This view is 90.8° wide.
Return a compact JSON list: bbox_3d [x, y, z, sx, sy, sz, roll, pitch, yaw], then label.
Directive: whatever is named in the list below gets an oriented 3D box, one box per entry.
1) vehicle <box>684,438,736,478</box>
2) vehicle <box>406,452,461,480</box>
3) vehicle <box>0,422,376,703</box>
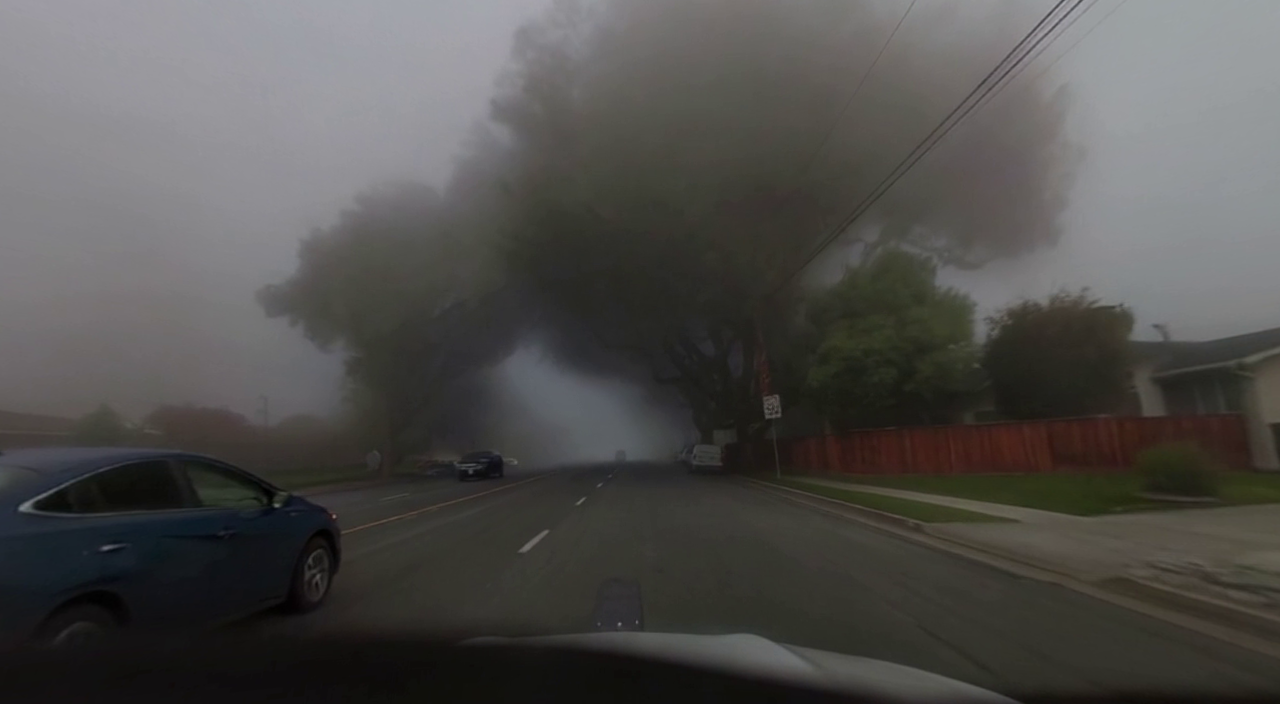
[{"bbox_3d":[3.575,5.511,33.155,2.130,1.873,4.886,0,-8,0],"label":"vehicle"},{"bbox_3d":[-13.843,7.634,42.657,2.042,1.670,4.702,-1,-8,1],"label":"vehicle"},{"bbox_3d":[-3.440,1.170,3.506,1.969,1.459,4.619,0,-8,0],"label":"vehicle"}]
